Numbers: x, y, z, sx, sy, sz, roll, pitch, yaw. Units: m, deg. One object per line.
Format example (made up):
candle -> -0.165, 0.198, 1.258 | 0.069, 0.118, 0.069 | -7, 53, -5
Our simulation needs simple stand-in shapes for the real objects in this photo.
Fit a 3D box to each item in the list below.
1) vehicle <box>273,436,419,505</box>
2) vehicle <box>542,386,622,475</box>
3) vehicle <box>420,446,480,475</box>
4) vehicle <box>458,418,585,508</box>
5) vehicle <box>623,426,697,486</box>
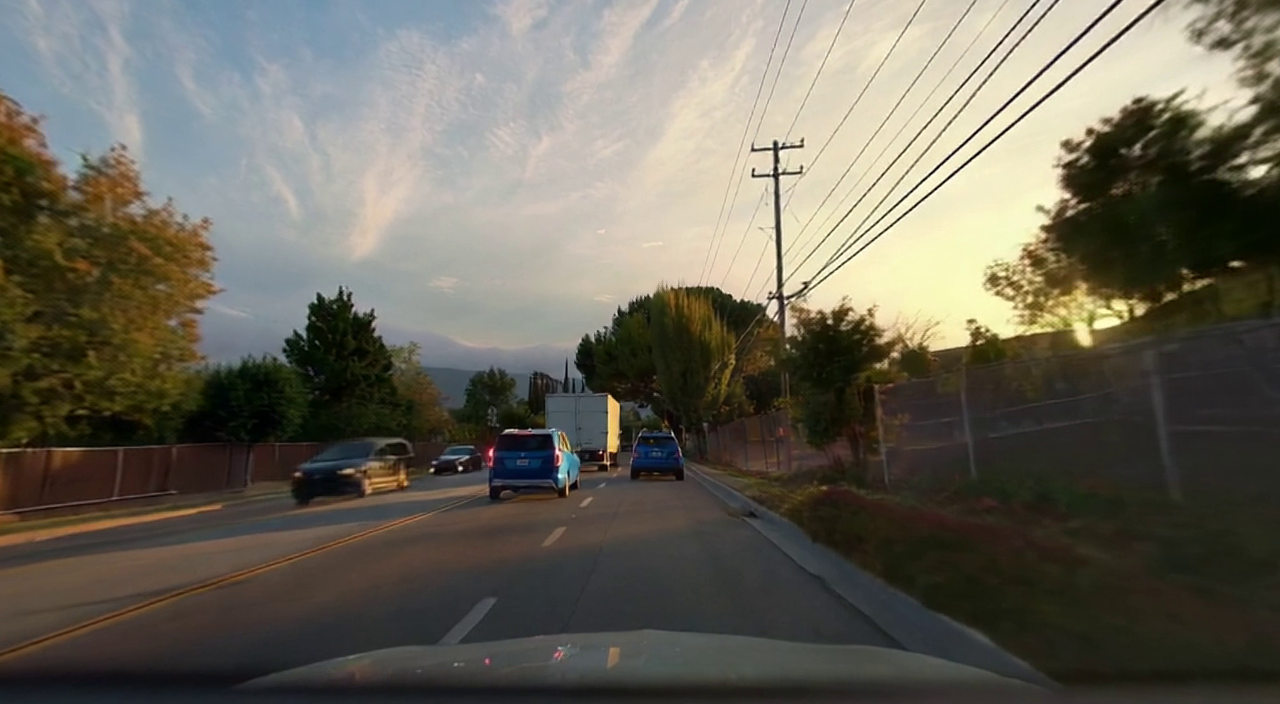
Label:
vehicle -> -8.358, 3.390, 18.514 | 2.020, 1.741, 4.602 | 0, -8, 1
vehicle -> -2.548, 4.038, 31.627 | 2.928, 3.658, 10.953 | 0, -8, 0
vehicle -> -11.242, 6.423, 37.659 | 2.077, 1.638, 4.584 | 0, -8, 1
vehicle -> -2.643, 2.630, 15.308 | 2.093, 1.832, 4.508 | 0, -8, 2
vehicle -> 0.627, 3.372, 20.641 | 2.174, 1.749, 4.113 | 0, -8, 1
